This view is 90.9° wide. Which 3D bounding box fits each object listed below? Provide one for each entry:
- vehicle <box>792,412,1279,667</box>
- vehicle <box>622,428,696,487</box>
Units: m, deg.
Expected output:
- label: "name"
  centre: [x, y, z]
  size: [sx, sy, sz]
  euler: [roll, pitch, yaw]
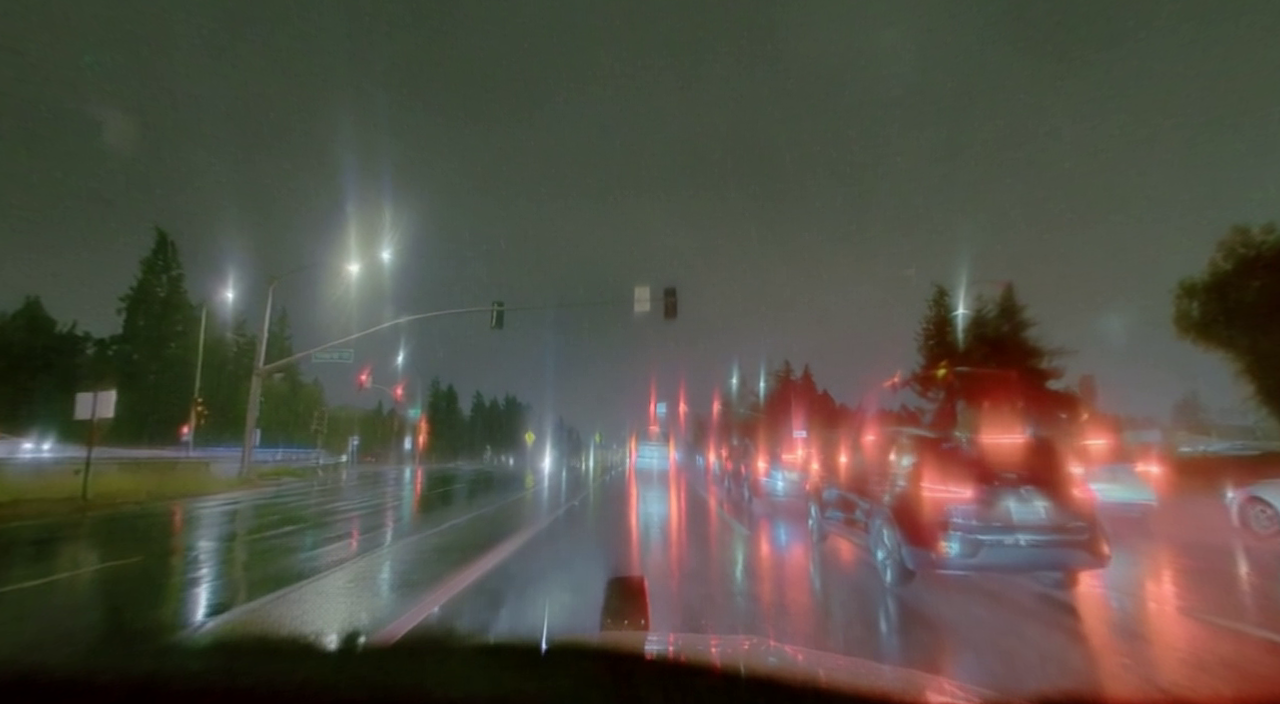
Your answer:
- label: "vehicle"
  centre: [2.996, 1.456, 6.066]
  size: [2.078, 1.578, 4.107]
  euler: [0, -8, 1]
- label: "vehicle"
  centre: [0.570, 3.566, 21.611]
  size: [2.245, 1.800, 4.522]
  euler: [0, -8, 0]
